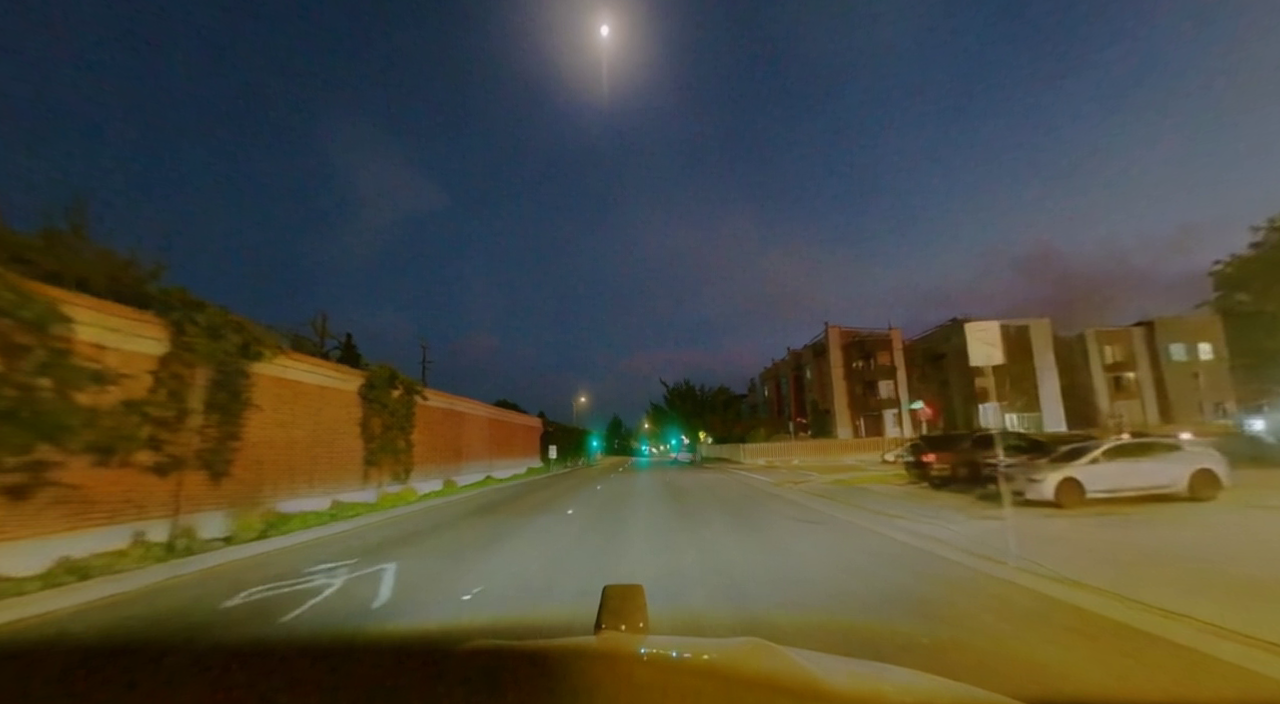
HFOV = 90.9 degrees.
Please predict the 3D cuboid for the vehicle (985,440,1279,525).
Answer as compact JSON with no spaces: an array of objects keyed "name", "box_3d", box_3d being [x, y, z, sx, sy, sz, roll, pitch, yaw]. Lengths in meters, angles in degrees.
[{"name":"vehicle","box_3d":[9.418,2.462,12.116,4.309,1.442,2.145,1,-9,-1]}]
